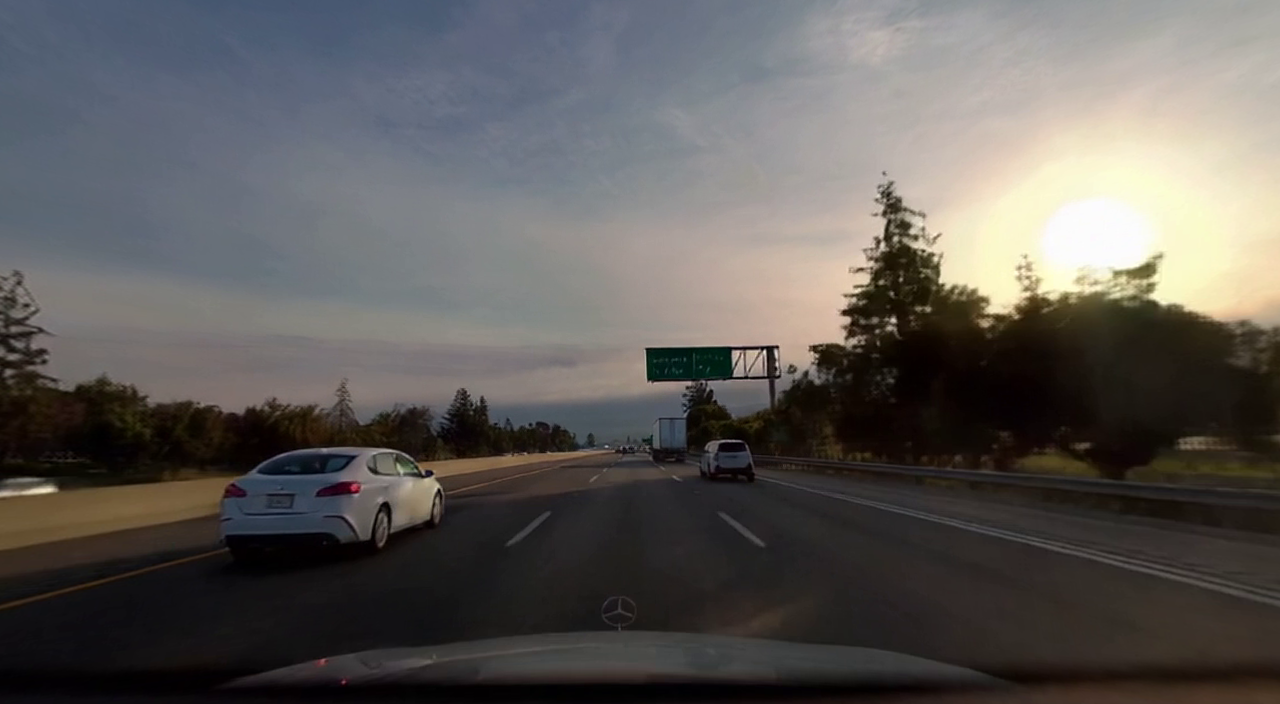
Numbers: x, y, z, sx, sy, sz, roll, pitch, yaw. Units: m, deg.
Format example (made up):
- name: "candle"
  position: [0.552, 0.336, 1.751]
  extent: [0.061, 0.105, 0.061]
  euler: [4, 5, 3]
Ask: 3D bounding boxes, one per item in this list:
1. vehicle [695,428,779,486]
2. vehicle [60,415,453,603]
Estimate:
- name: "vehicle"
  position: [3.193, 3.559, 21.753]
  extent: [2.065, 1.760, 4.488]
  euler: [0, -8, -1]
- name: "vehicle"
  position: [-4.014, 1.701, 7.883]
  extent: [1.903, 1.607, 4.770]
  euler: [0, -8, 0]
